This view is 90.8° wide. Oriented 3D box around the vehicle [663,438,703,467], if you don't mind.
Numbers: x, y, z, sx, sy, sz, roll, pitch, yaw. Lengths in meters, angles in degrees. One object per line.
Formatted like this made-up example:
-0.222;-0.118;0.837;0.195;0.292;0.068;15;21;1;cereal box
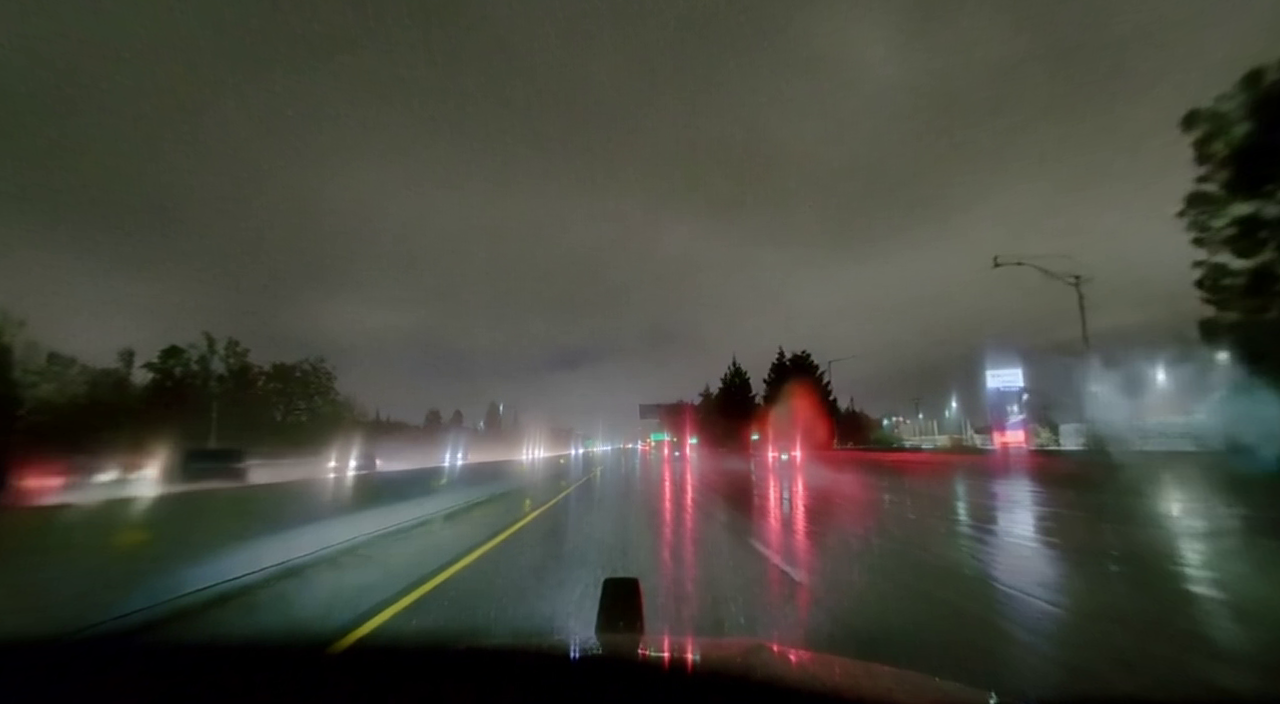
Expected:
2.847;6.824;43.097;2.258;1.824;4.908;0;-9;-1;vehicle

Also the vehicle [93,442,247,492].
-18.643;4.567;25.512;2.113;1.784;5.421;0;-9;-1;vehicle

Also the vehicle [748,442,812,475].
6.567;5.044;30.133;2.009;1.456;4.097;0;-9;-1;vehicle

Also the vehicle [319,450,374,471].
-22.560;8.345;48.743;1.912;1.513;5.034;0;-9;-1;vehicle
